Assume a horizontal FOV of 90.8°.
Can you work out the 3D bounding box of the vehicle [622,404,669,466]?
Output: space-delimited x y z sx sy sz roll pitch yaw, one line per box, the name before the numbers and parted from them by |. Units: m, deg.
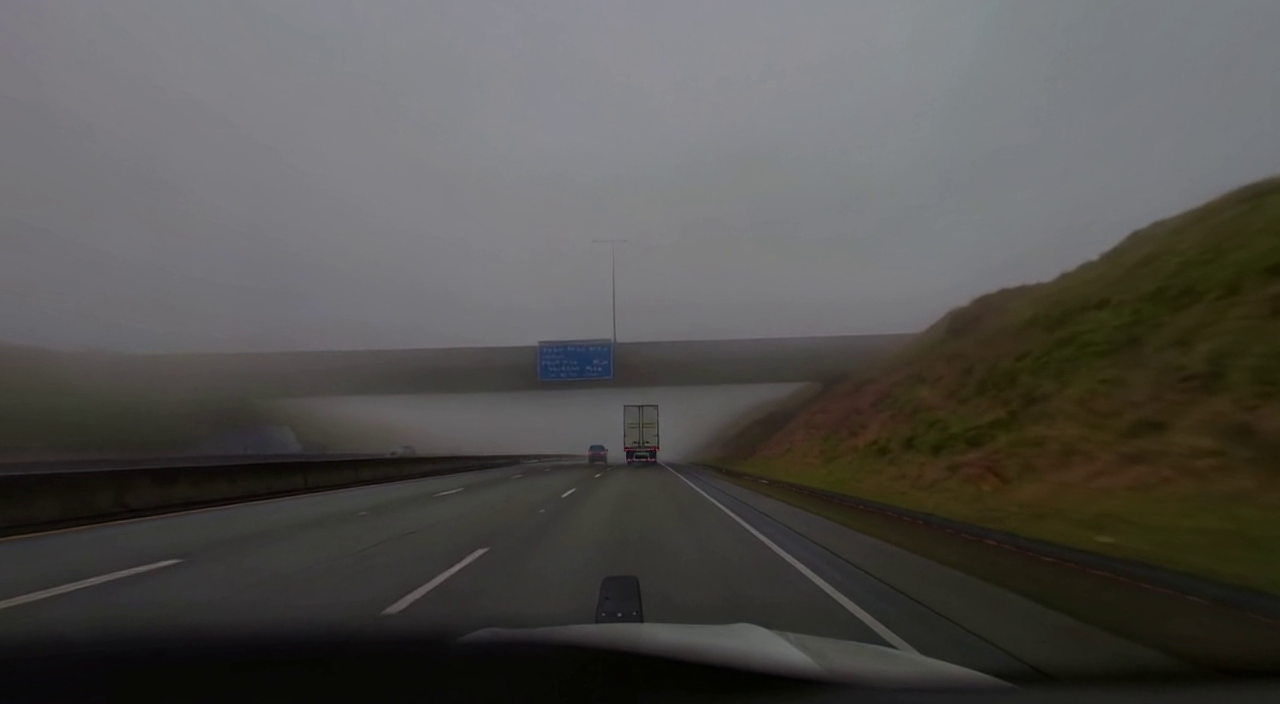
vehicle | 0.307 6.359 47.295 3.033 3.985 12.383 0 -9 0
